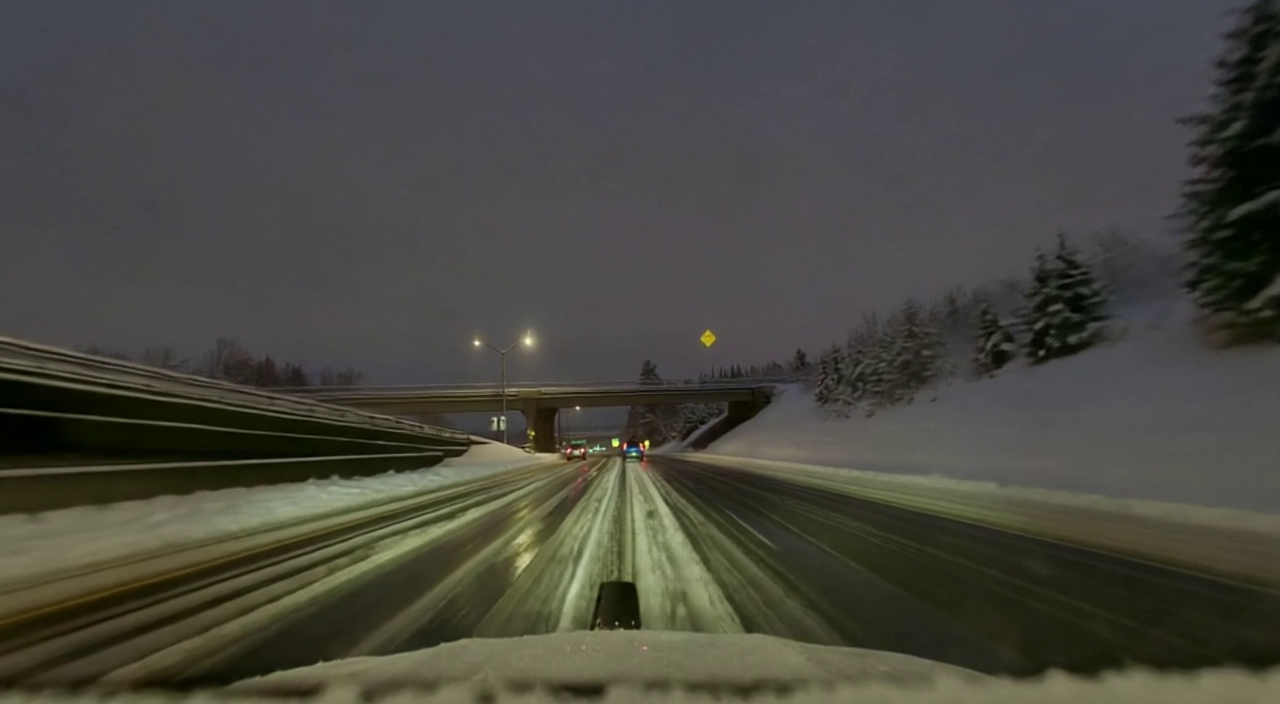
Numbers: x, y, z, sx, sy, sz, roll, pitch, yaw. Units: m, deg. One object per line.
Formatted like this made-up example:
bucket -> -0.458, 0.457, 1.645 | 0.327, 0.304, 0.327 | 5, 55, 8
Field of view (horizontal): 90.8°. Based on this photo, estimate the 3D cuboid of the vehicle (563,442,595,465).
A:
vehicle -> -4.487, 7.495, 46.839 | 2.000, 1.646, 4.201 | 0, -8, -1

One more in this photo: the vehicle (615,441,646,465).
vehicle -> -0.692, 7.241, 45.480 | 2.132, 1.657, 3.967 | 0, -8, -2
